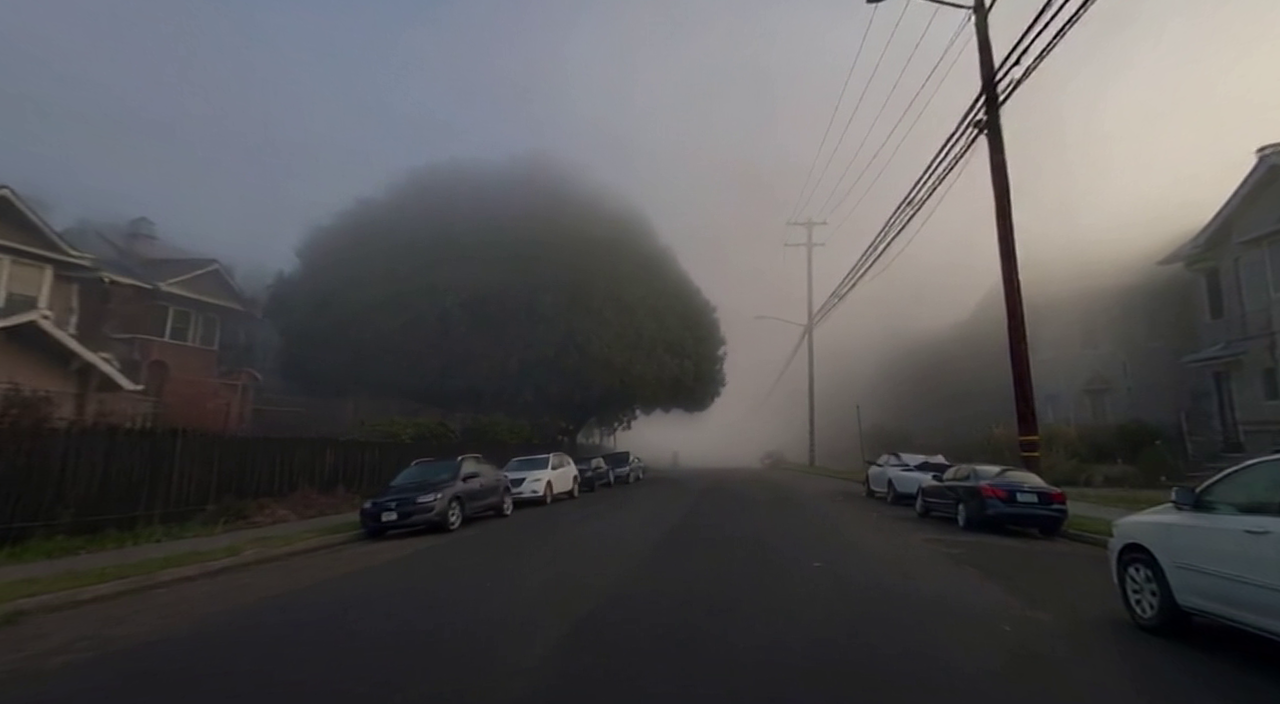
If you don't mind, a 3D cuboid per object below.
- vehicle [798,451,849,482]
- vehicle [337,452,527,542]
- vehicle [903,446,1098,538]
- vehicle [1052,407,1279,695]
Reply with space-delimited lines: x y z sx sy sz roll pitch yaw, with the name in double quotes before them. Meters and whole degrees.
"vehicle" 9.734 6.111 33.874 1.979 1.480 4.500 -2 -9 8
"vehicle" -4.030 2.880 13.310 1.930 1.478 4.731 -2 -9 7
"vehicle" 6.646 2.572 12.272 1.887 1.435 4.161 -2 -9 9
"vehicle" 4.971 1.167 3.723 2.439 1.670 4.631 -2 -9 8
